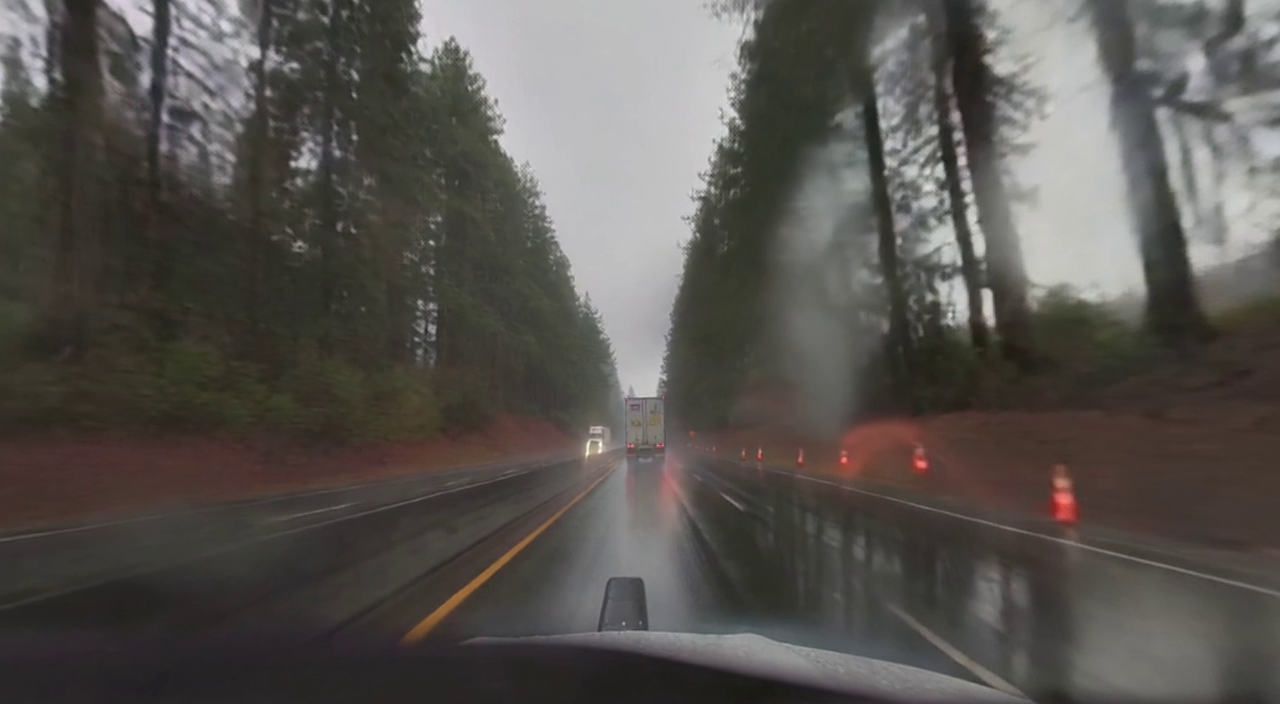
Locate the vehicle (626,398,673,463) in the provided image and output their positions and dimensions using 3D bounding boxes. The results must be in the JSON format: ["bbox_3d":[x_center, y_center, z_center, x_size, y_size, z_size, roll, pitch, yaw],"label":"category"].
[{"bbox_3d":[0.501,5.803,45.740,2.935,4.068,11.036,0,-8,-1],"label":"vehicle"}]
